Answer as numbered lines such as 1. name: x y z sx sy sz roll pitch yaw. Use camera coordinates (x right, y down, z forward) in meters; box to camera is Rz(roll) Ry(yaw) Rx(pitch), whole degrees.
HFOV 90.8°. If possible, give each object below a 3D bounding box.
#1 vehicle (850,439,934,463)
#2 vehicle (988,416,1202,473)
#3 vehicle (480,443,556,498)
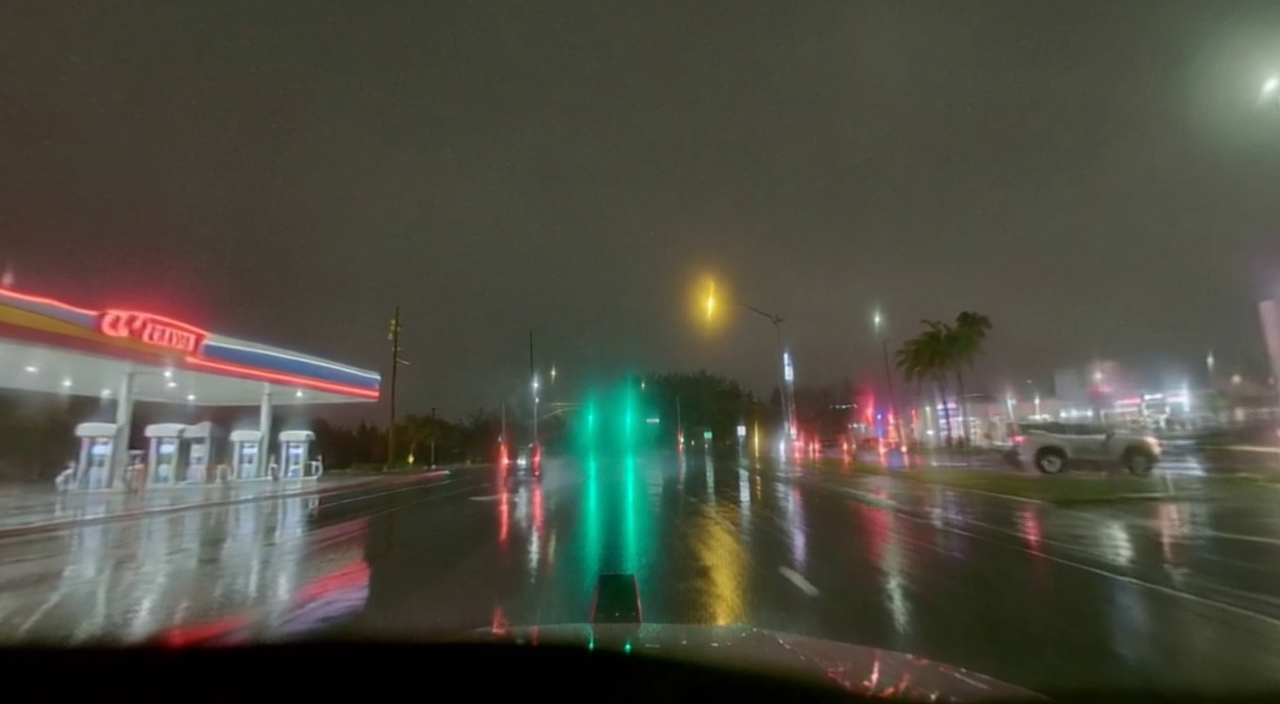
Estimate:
1. vehicle: 16.152 6.380 40.681 4.549 1.492 1.981 0 -9 3
2. vehicle: 14.366 2.950 20.169 5.317 1.700 1.901 0 -9 -1
3. vehicle: -3.784 3.703 20.251 2.073 1.525 4.809 1 -9 -8
